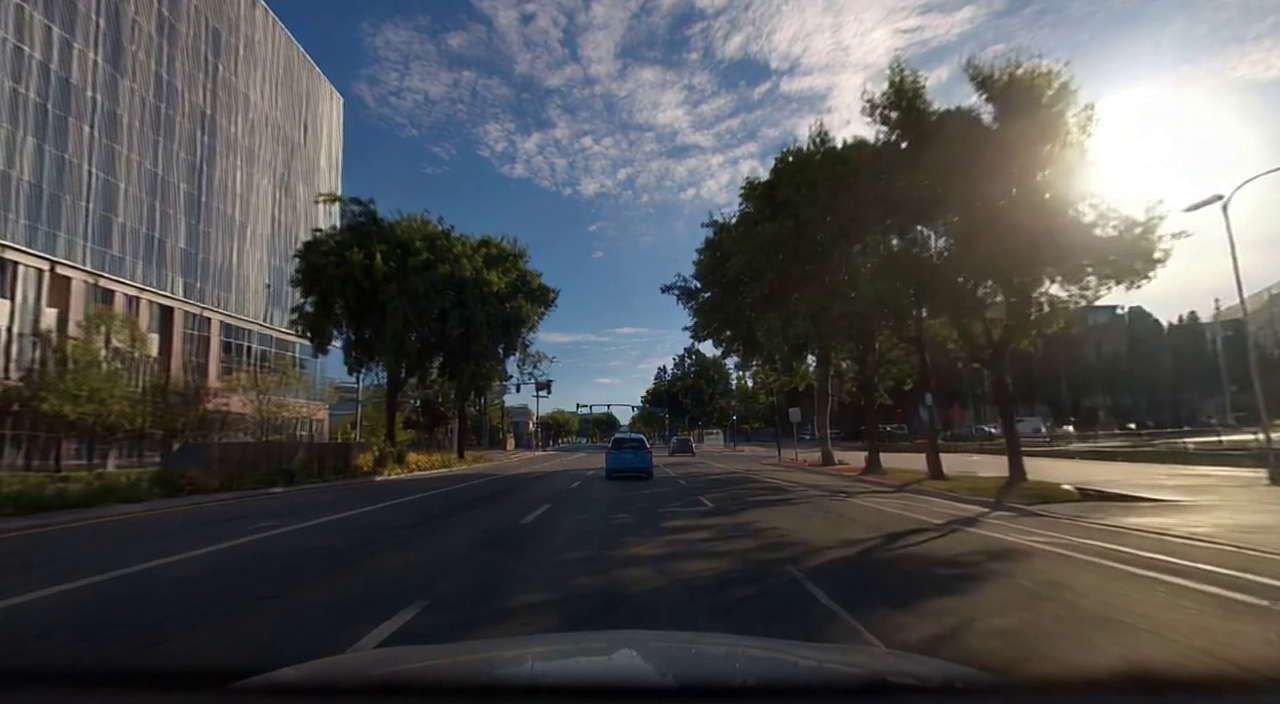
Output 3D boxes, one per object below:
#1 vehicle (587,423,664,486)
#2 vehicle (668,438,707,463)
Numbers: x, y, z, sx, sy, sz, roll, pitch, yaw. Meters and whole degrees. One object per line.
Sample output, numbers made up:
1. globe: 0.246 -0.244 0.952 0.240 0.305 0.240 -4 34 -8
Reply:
1. vehicle: -0.473 3.431 21.308 2.313 1.860 4.319 0 -9 -1
2. vehicle: 3.055 6.464 41.586 2.065 1.495 4.792 0 -9 -1
